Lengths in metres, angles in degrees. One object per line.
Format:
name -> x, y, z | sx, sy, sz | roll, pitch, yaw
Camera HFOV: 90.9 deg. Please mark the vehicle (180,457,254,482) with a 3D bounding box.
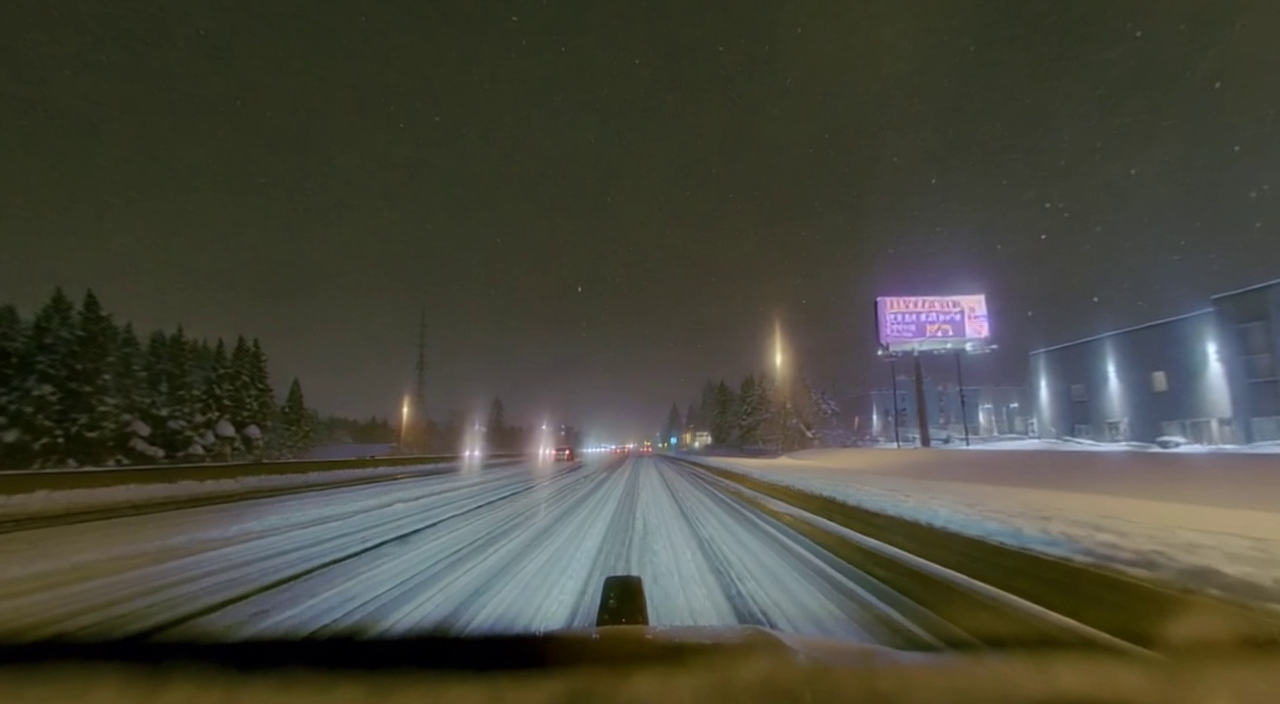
vehicle -> -28.313, 7.857, 42.393 | 1.790, 1.436, 4.611 | 0, -9, 1
